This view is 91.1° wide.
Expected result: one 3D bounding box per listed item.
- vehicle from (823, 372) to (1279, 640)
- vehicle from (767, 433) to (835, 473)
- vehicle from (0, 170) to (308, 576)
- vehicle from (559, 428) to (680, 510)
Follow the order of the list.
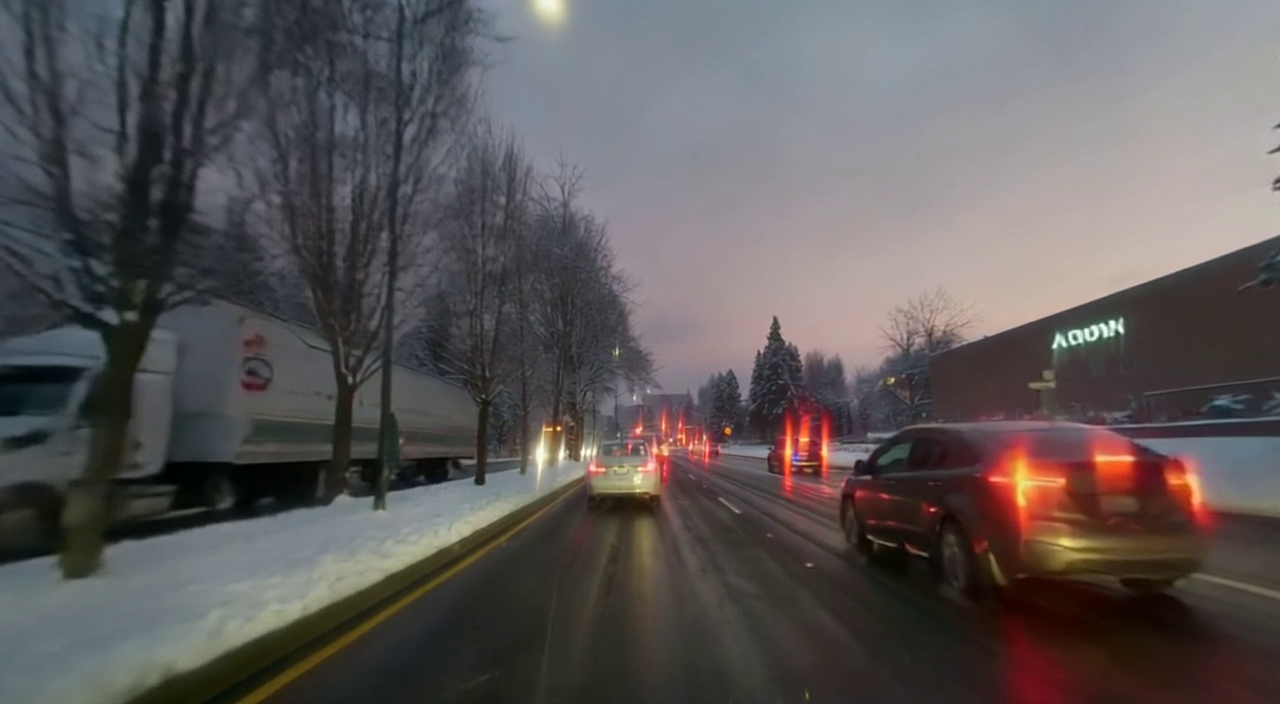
[{"bbox_3d":[3.635,1.350,6.484,2.090,1.763,4.560,0,-9,0],"label":"vehicle"},{"bbox_3d":[7.693,4.873,30.437,2.090,1.768,4.407,0,-9,0],"label":"vehicle"},{"bbox_3d":[-8.198,0.549,8.757,3.021,4.215,7.024,0,-9,1],"label":"vehicle"},{"bbox_3d":[-0.404,2.545,14.071,2.315,1.563,4.080,0,-9,0],"label":"vehicle"}]
